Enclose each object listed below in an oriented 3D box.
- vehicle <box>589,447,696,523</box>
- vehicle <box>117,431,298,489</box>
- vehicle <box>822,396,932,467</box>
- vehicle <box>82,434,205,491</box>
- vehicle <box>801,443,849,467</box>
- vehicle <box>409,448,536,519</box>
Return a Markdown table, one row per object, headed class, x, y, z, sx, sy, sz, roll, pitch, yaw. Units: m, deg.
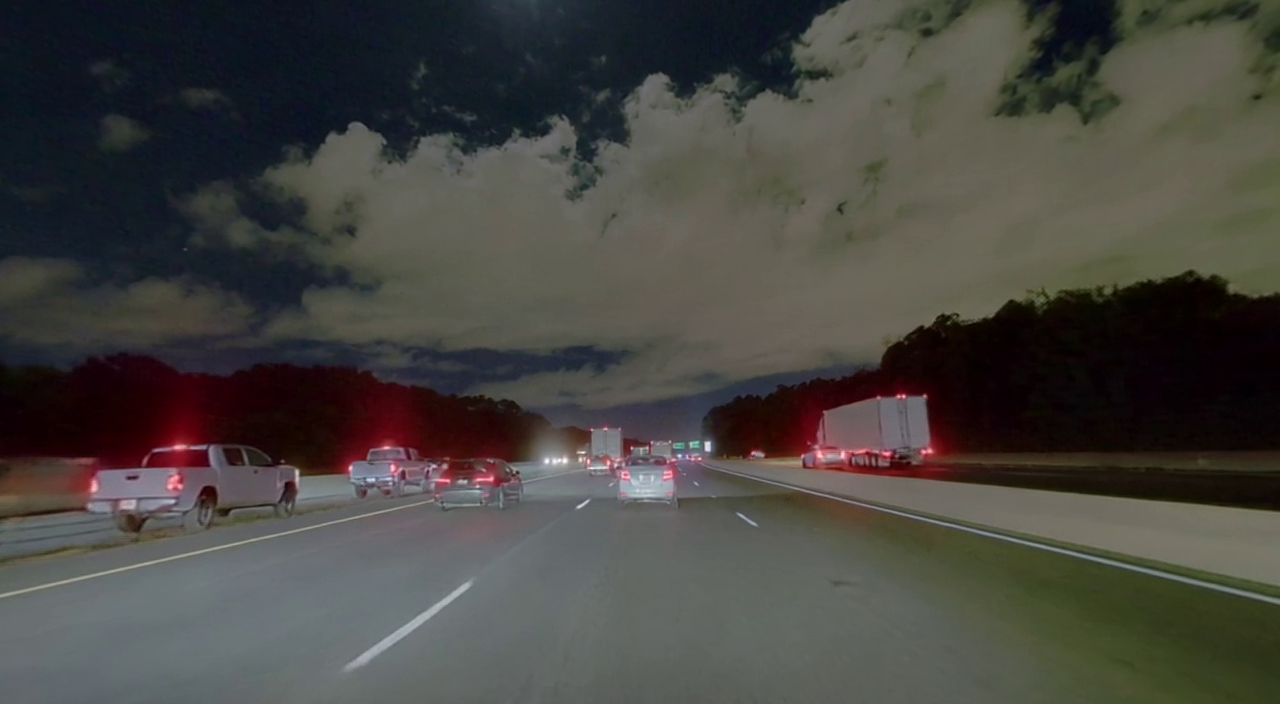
| class | x | y | z | sx | sy | sz | roll | pitch | yaw |
| --- | --- | --- | --- | --- | --- | --- | --- | --- | --- |
| vehicle | 0.073 | 2.887 | 14.183 | 2.057 | 1.449 | 3.931 | 0 | -9 | 1 |
| vehicle | -31.603 | 8.032 | 47.609 | 2.803 | 3.665 | 14.746 | -1 | -9 | 2 |
| vehicle | 15.579 | 5.567 | 42.961 | 2.825 | 4.085 | 12.815 | 0 | -9 | 1 |
| vehicle | -31.844 | 7.074 | 40.802 | 2.761 | 3.380 | 5.944 | -1 | -9 | 3 |
| vehicle | 11.939 | 6.673 | 40.903 | 1.892 | 1.504 | 4.000 | 0 | -9 | 0 |
| vehicle | -3.970 | 3.176 | 15.784 | 1.929 | 1.509 | 4.331 | 0 | -9 | 1 |
